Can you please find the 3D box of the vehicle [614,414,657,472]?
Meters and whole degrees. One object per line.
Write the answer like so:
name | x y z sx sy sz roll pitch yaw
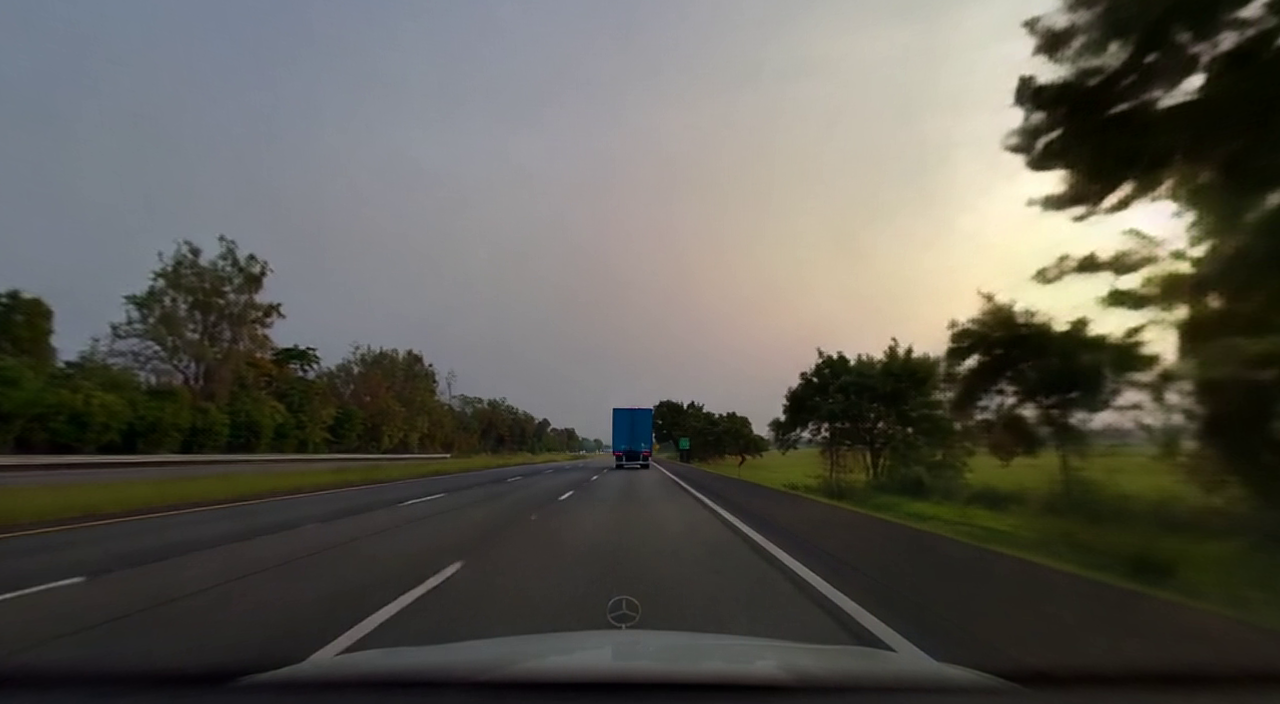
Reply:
vehicle | -0.411 7.099 48.951 2.982 3.947 11.075 0 -9 -1
